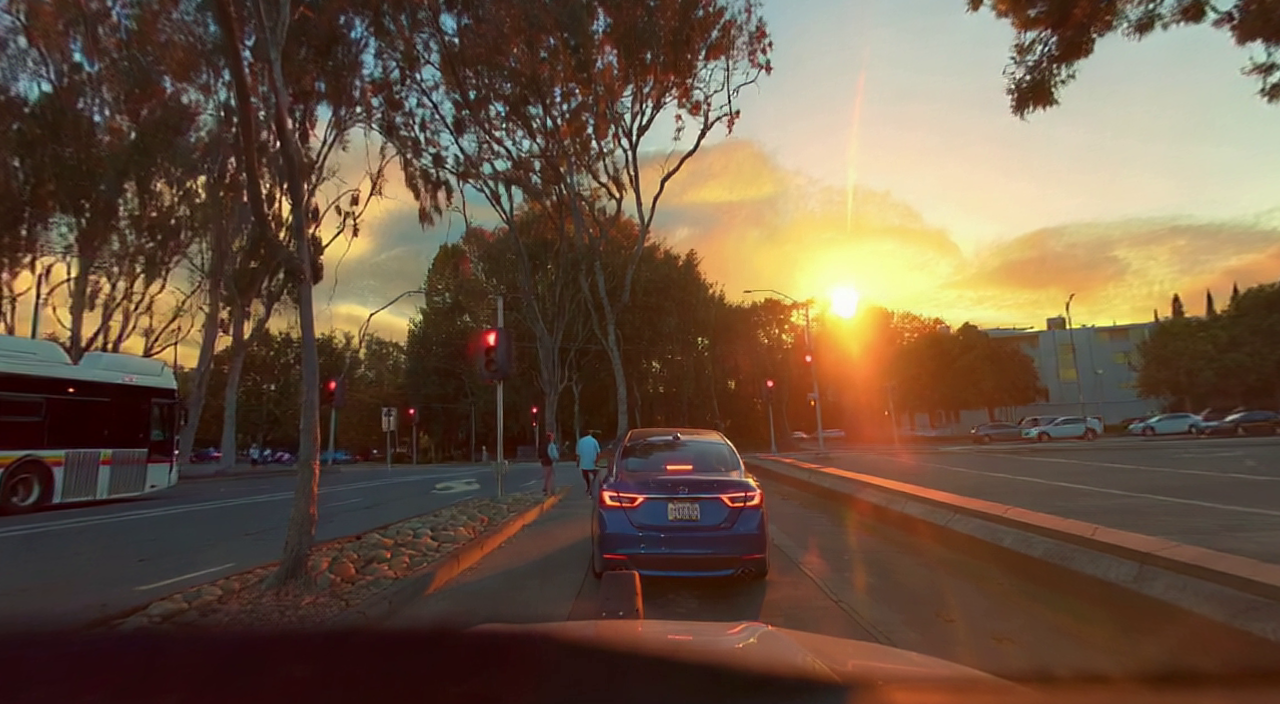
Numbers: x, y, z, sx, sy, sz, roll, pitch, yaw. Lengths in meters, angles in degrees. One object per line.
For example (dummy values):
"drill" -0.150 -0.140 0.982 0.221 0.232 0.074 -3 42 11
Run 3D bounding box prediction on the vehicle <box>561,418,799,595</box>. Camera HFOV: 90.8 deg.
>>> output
"vehicle" 0.381 1.615 7.400 2.035 1.499 3.799 0 -8 1
